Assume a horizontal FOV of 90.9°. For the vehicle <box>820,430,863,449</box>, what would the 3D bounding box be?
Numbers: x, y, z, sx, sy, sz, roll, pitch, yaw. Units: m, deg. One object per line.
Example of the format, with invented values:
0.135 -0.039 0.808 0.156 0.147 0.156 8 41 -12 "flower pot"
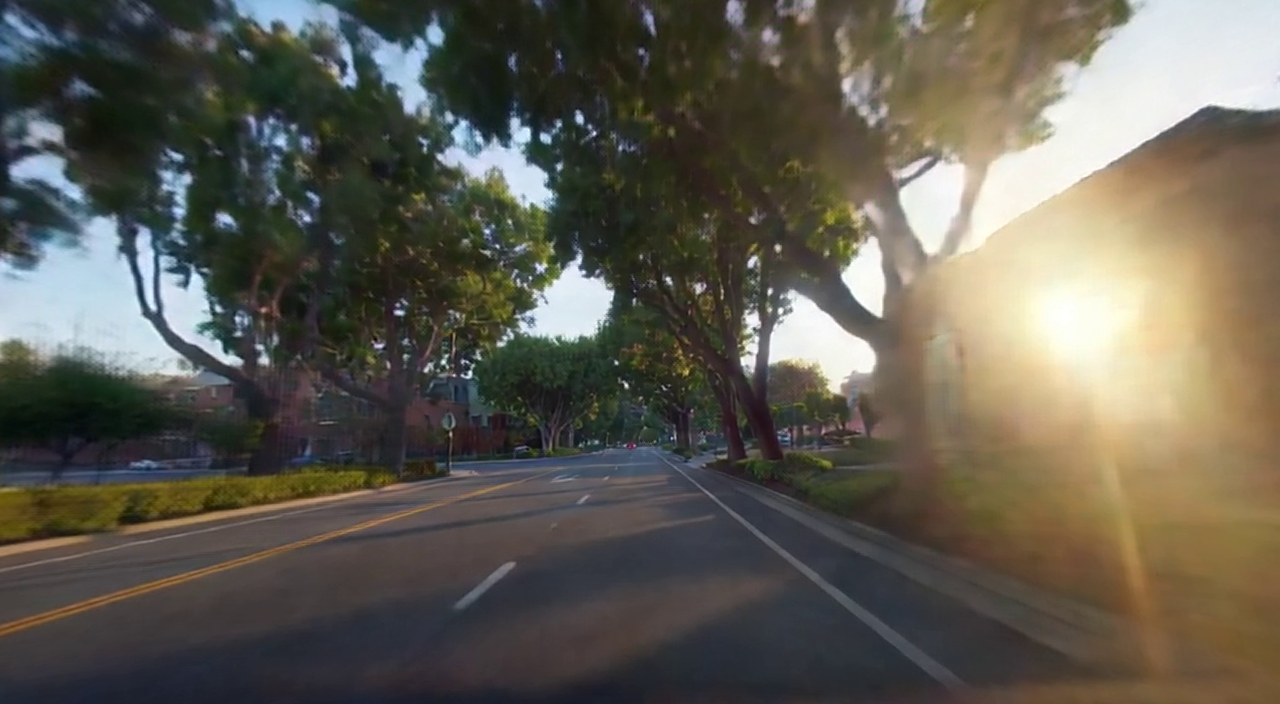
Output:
15.472 6.777 48.641 1.866 1.420 4.447 0 -9 -1 "vehicle"
